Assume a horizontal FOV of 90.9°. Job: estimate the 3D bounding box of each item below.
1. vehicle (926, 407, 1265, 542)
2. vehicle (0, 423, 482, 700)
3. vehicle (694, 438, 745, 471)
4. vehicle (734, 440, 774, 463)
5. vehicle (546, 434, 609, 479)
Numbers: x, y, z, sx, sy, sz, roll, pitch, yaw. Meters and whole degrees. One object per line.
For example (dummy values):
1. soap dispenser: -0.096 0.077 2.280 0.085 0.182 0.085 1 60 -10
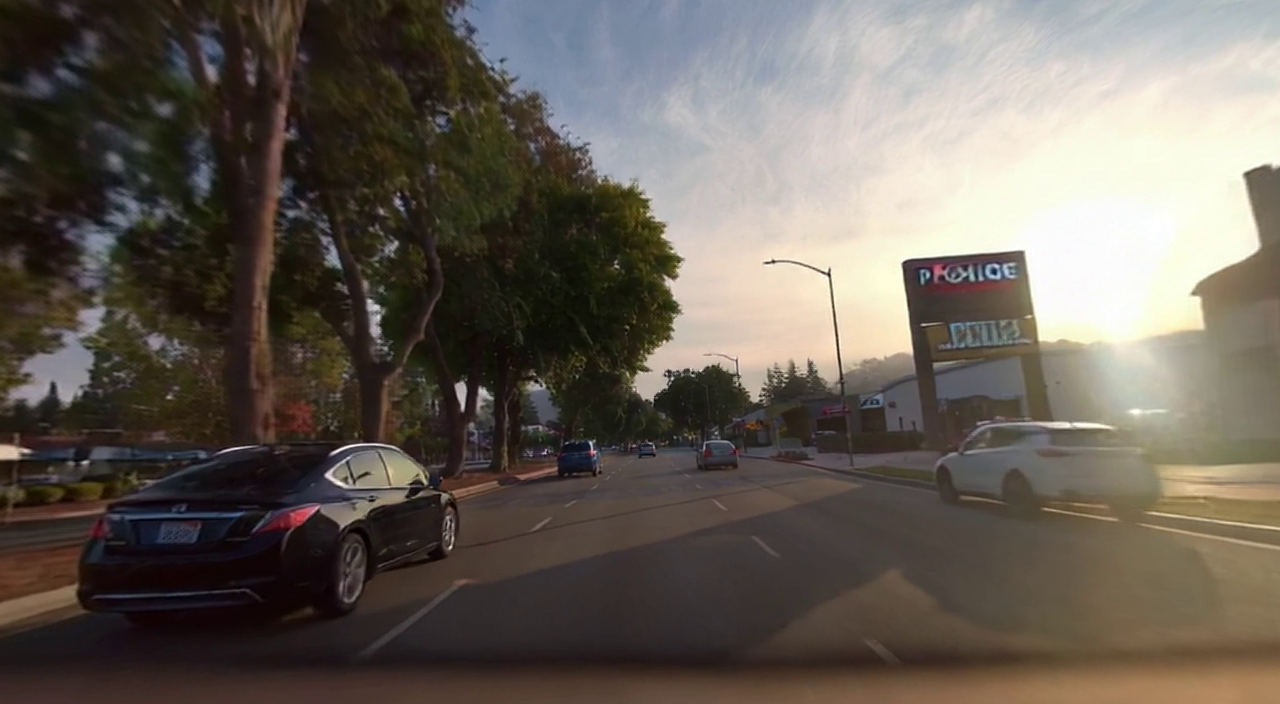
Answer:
1. vehicle: 7.239 2.011 10.973 2.198 1.788 4.941 0 -8 0
2. vehicle: -3.131 1.486 5.849 1.956 1.460 4.802 -1 -8 2
3. vehicle: 3.886 5.087 31.476 1.904 1.490 4.299 0 -8 0
4. vehicle: 7.804 6.831 43.504 1.942 1.481 4.447 0 -9 0
5. vehicle: -2.638 4.570 27.853 2.193 1.788 4.603 -1 -8 1
